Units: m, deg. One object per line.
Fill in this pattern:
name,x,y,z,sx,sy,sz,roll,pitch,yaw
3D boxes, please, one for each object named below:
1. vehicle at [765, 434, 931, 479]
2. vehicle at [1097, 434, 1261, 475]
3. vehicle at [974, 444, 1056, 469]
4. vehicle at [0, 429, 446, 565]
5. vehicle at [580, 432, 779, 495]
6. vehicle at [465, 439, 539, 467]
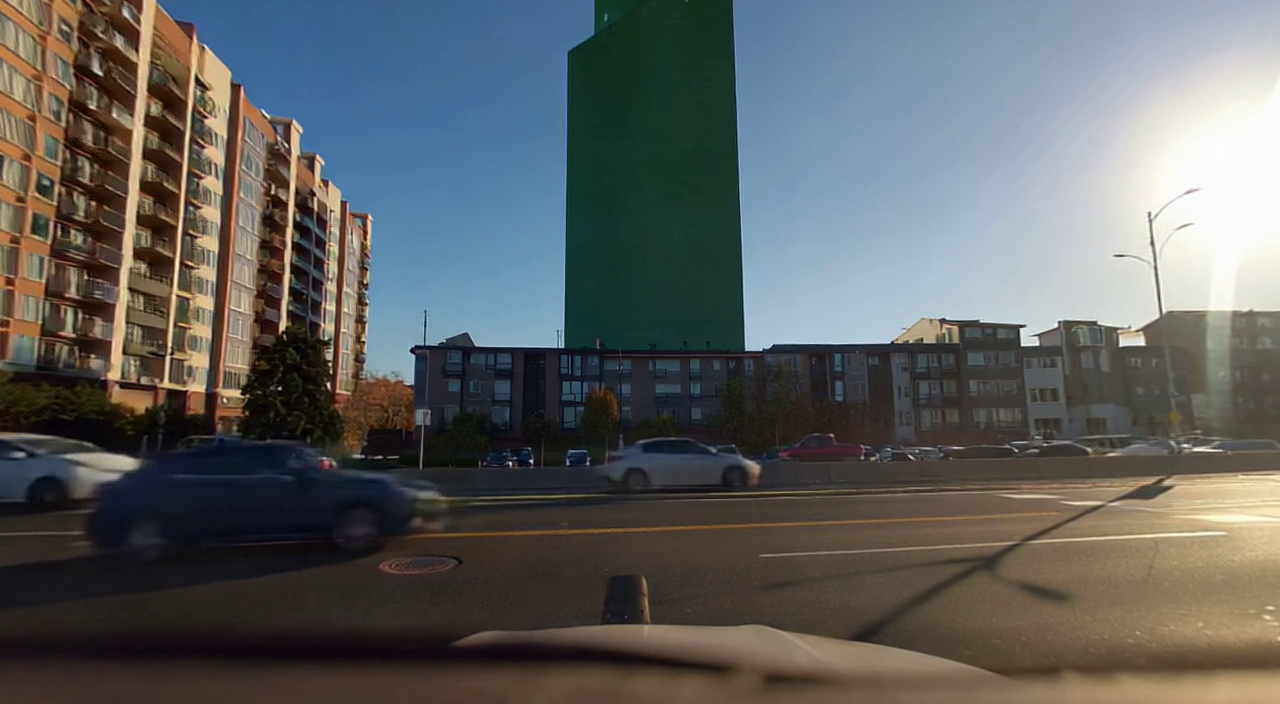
vehicle,7.347,3.698,22.466,5.371,1.488,1.763,1,-9,-10
vehicle,20.631,3.918,24.211,4.921,1.453,1.894,1,-9,-8
vehicle,25.285,7.042,42.549,4.604,1.600,1.875,2,-9,-11
vehicle,-5.244,1.849,8.579,4.685,1.528,2.014,1,-9,-9
vehicle,0.923,2.850,16.375,4.818,1.470,1.989,1,-9,-9
vehicle,-10.173,7.463,46.560,4.920,1.956,1.865,-2,-9,15
